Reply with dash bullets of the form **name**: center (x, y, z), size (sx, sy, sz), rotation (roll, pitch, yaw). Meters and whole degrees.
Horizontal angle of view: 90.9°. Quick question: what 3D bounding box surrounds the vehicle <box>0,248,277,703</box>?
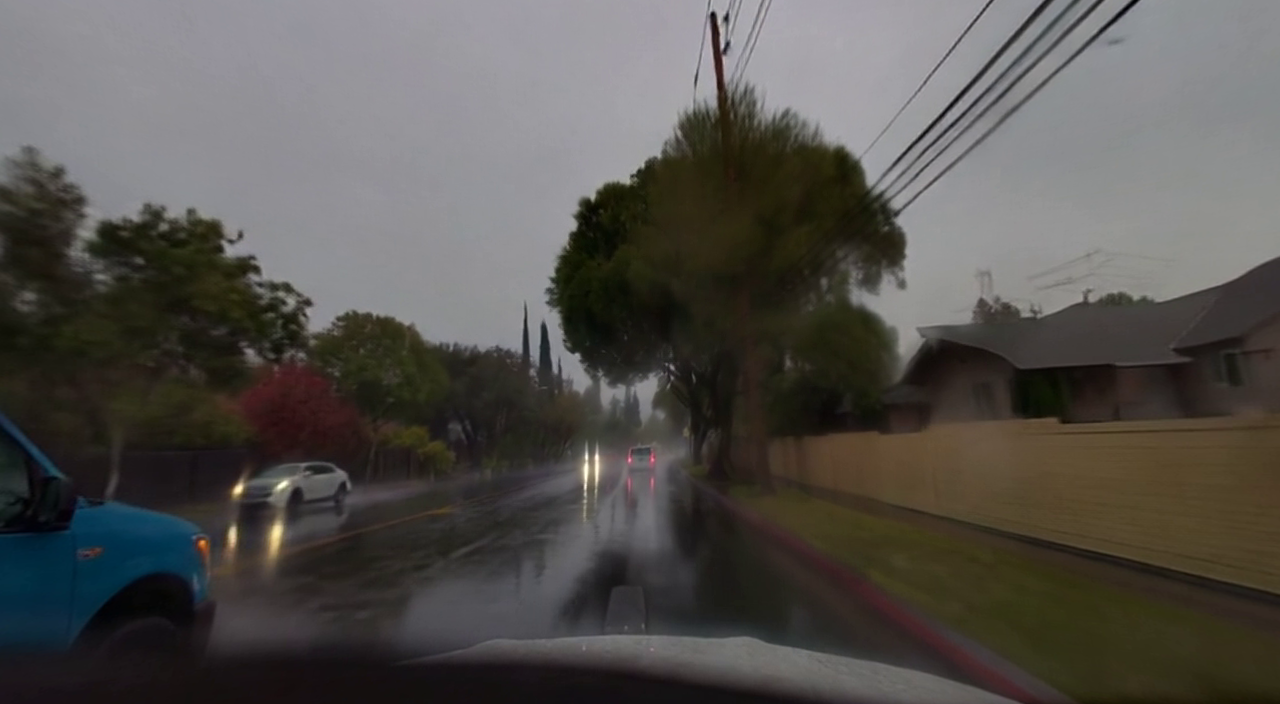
- **vehicle**: center (-3.585, 0.502, 1.091), size (2.336, 2.152, 5.866), rotation (0, -9, 1)

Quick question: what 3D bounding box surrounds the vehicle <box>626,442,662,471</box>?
- **vehicle**: center (0.282, 6.560, 39.580), size (2.120, 1.718, 3.909), rotation (0, -9, 1)

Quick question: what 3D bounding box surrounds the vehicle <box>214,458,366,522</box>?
- **vehicle**: center (-10.169, 3.993, 18.784), size (2.005, 1.471, 4.330), rotation (-4, -9, 1)
